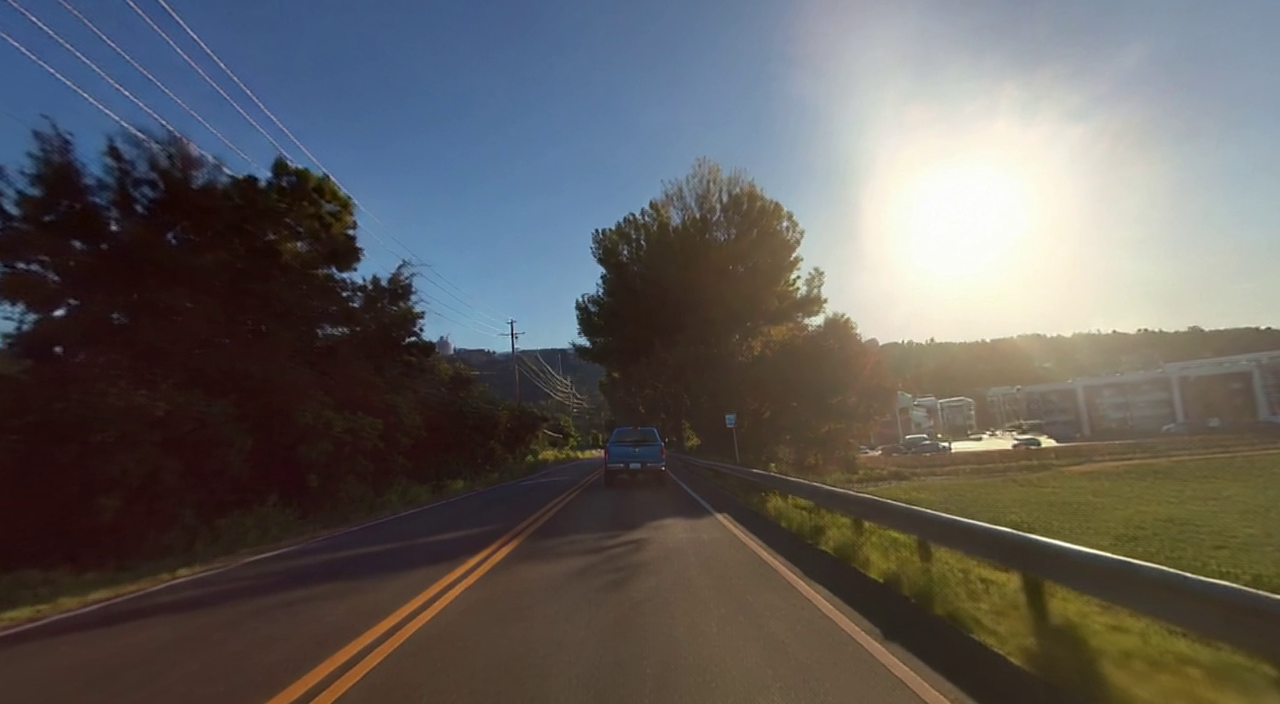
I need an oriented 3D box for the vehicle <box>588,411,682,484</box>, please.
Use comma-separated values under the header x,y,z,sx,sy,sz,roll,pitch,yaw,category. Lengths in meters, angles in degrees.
x,y,z,sx,sy,sz,roll,pitch,yaw,category
-0.259,3.599,23.980,3.021,2.326,7.410,0,-8,-1,vehicle
